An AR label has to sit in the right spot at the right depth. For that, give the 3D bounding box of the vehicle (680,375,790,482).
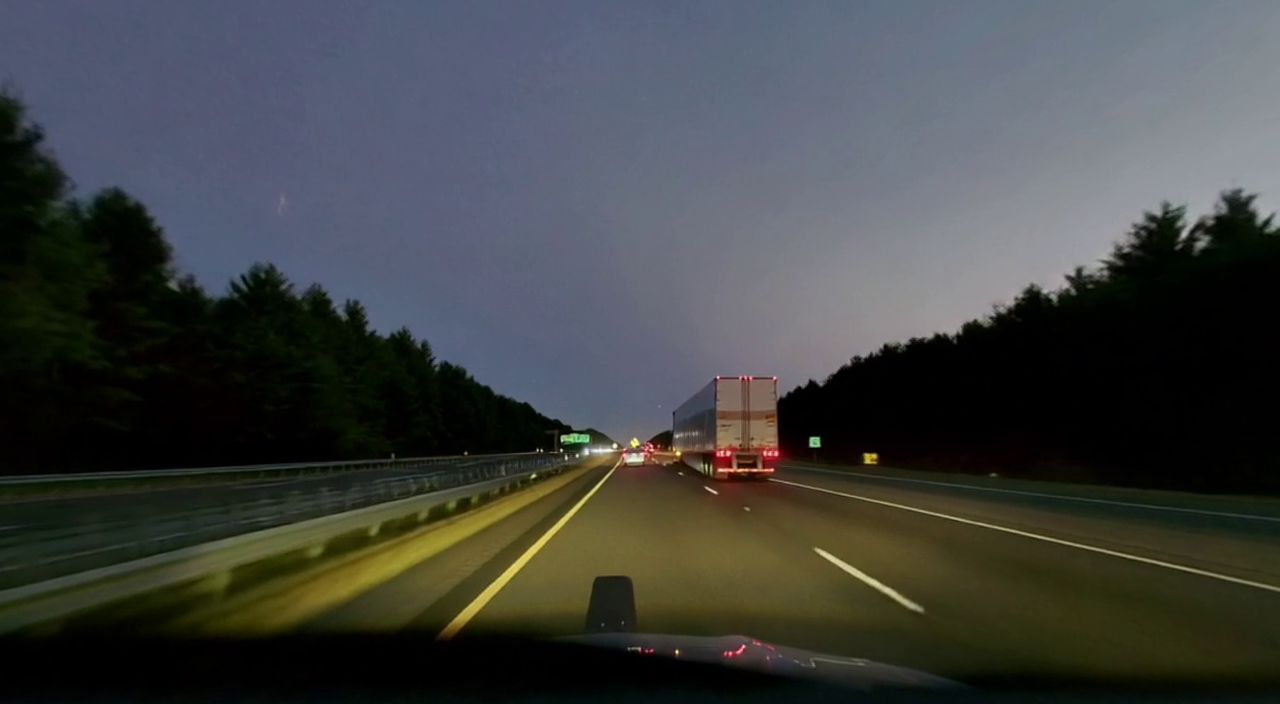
[{"bbox_3d":[4.065,4.038,31.350,2.883,4.057,14.579,0,-9,-1],"label":"vehicle"}]

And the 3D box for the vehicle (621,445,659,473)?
[{"bbox_3d":[-0.072,6.147,36.364,2.051,1.513,4.511,0,-9,-2],"label":"vehicle"}]
